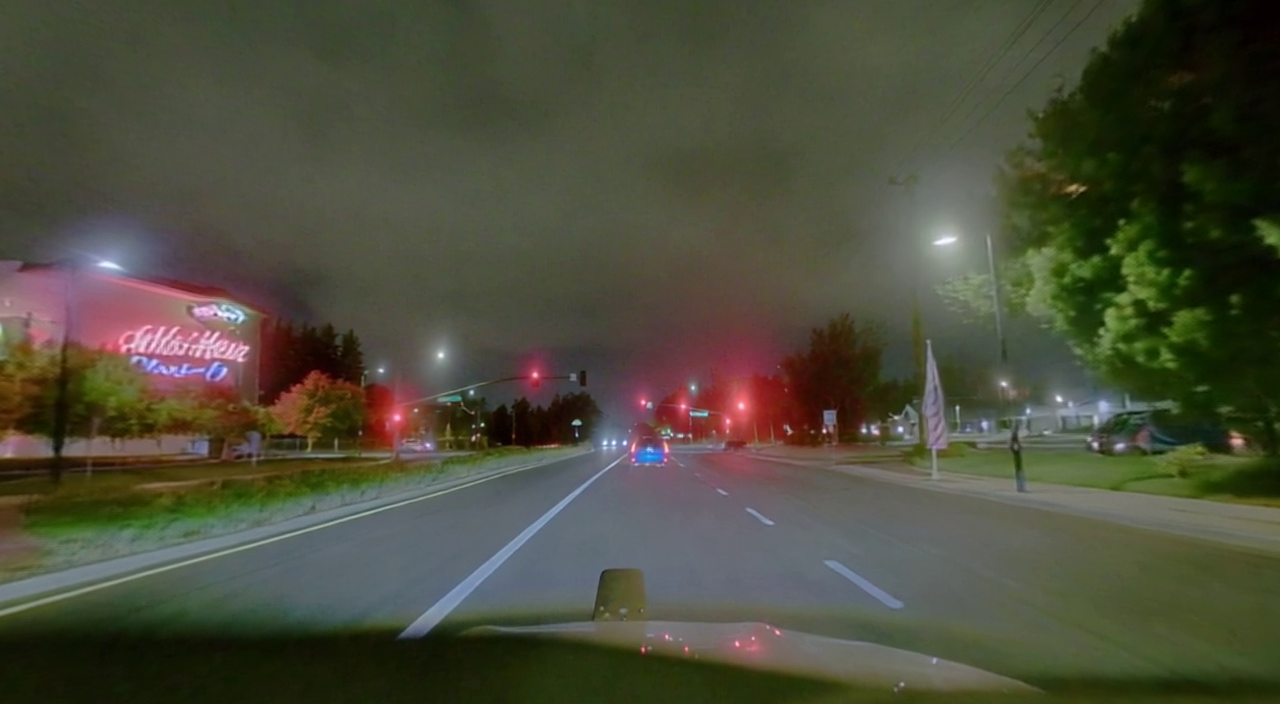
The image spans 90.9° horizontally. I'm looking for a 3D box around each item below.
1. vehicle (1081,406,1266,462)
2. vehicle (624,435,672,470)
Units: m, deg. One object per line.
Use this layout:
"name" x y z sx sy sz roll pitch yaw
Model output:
"vehicle" 23.355 3.711 28.176 2.647 2.185 6.556 -1 -8 2
"vehicle" 0.285 4.597 29.110 2.028 1.478 4.545 0 -8 -1
